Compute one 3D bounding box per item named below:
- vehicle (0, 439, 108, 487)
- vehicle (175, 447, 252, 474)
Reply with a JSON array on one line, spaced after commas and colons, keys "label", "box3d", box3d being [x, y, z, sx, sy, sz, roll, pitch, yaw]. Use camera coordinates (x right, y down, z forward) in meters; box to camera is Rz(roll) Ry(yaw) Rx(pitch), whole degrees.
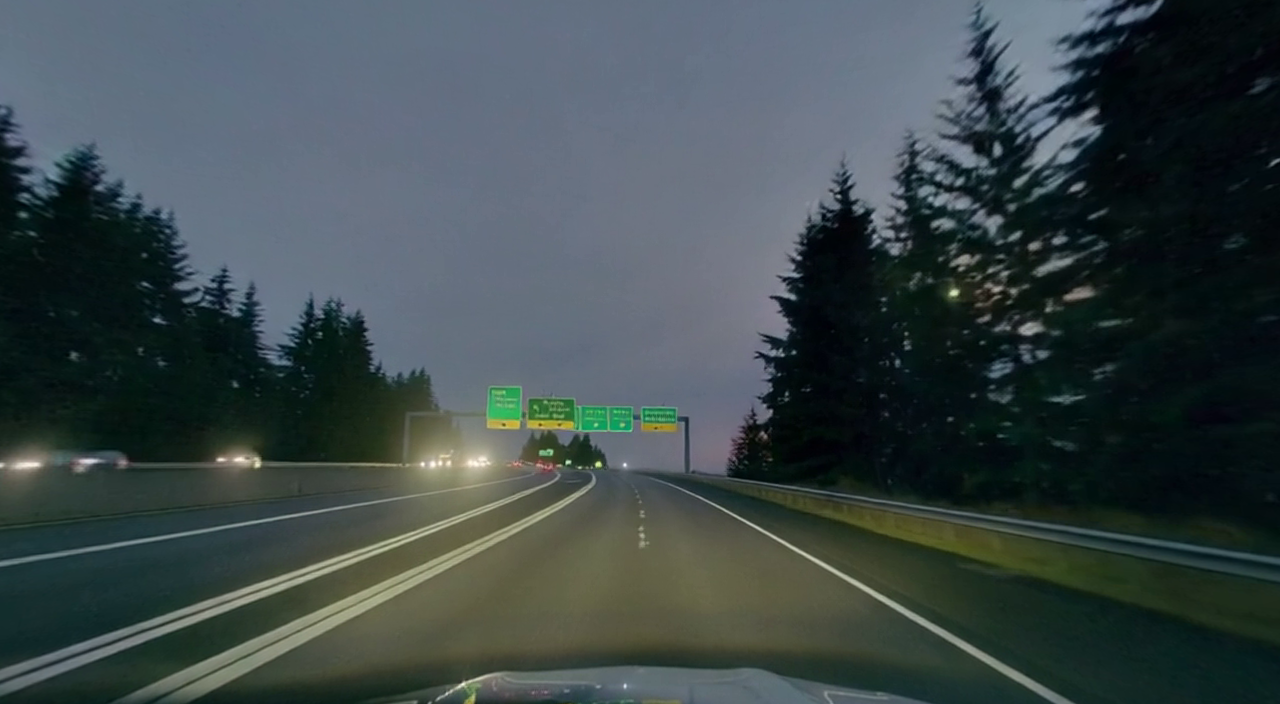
[{"label": "vehicle", "box3d": [-21.206, 3.814, 21.598, 2.041, 1.494, 4.669, 1, -10, -4]}, {"label": "vehicle", "box3d": [-26.540, 6.823, 39.430, 1.864, 1.526, 4.574, 1, -10, -4]}]
